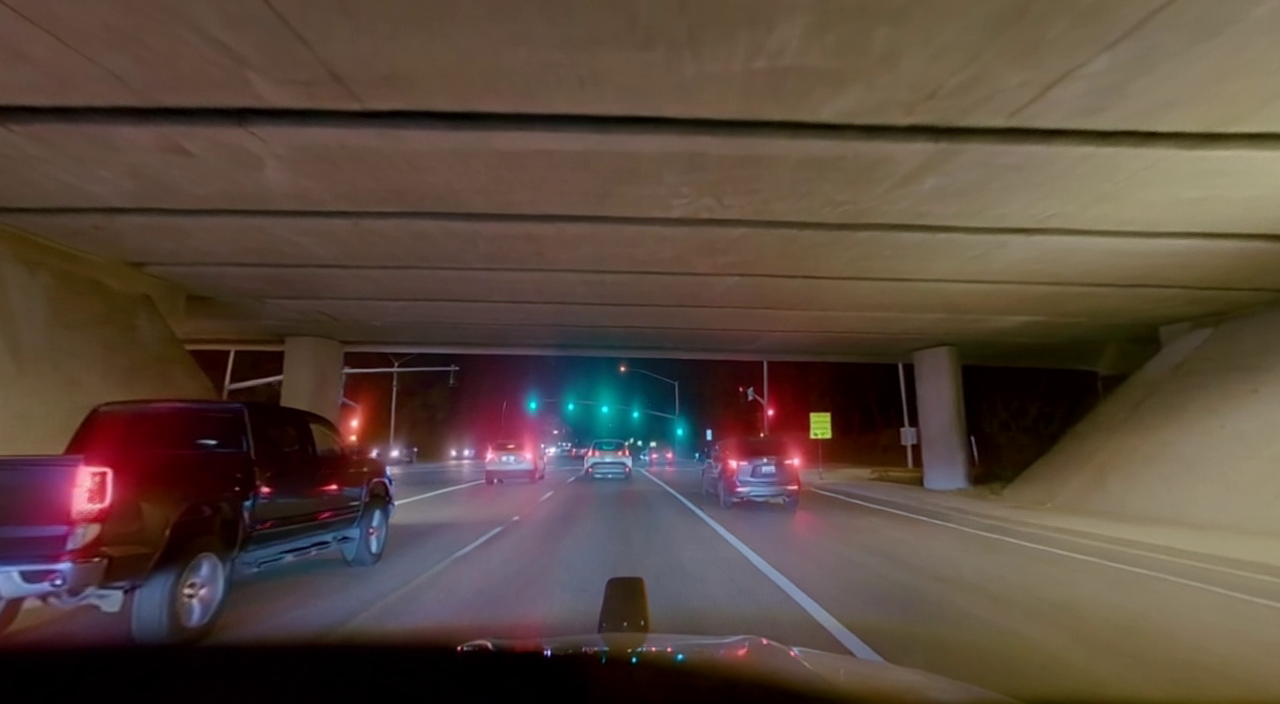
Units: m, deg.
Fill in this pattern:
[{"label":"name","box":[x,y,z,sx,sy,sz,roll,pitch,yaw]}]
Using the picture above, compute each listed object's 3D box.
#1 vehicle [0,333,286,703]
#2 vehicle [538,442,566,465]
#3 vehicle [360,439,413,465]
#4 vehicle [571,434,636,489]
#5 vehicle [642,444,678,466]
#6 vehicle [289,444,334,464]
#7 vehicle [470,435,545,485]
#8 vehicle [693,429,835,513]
[{"label":"vehicle","box":[-4.030,0.831,2.949,2.074,1.814,4.596,0,-8,-1]},{"label":"vehicle","box":[-6.671,7.736,48.214,1.829,1.614,3.611,0,-8,-4]},{"label":"vehicle","box":[-17.982,7.100,45.012,2.013,1.744,5.015,0,-8,-4]},{"label":"vehicle","box":[-1.243,3.803,22.289,2.097,1.748,3.794,0,-8,-2]},{"label":"vehicle","box":[1.367,7.222,44.330,2.026,1.457,3.969,1,-8,-6]},{"label":"vehicle","box":[-25.650,7.977,49.373,1.691,1.458,3.783,0,-8,-4]},{"label":"vehicle","box":[-4.919,4.084,24.081,2.127,1.720,4.064,0,-8,-2]},{"label":"vehicle","box":[2.839,2.888,15.961,2.234,1.720,5.378,0,-8,-3]}]
